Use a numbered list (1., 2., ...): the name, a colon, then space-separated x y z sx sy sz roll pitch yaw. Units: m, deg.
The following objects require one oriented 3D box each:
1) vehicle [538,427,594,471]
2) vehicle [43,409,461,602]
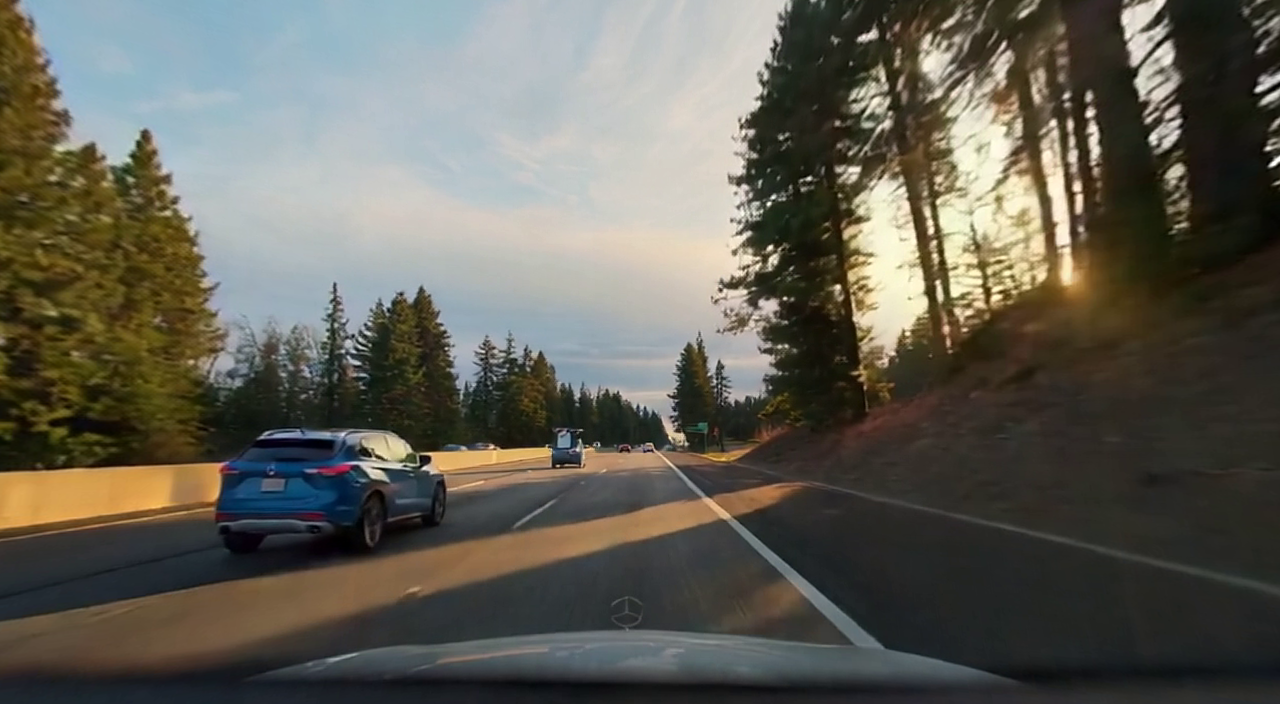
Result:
1. vehicle: -3.729 5.003 32.506 2.241 2.095 4.985 0 -8 0
2. vehicle: -3.914 1.621 7.632 2.053 1.589 4.671 0 -8 1
